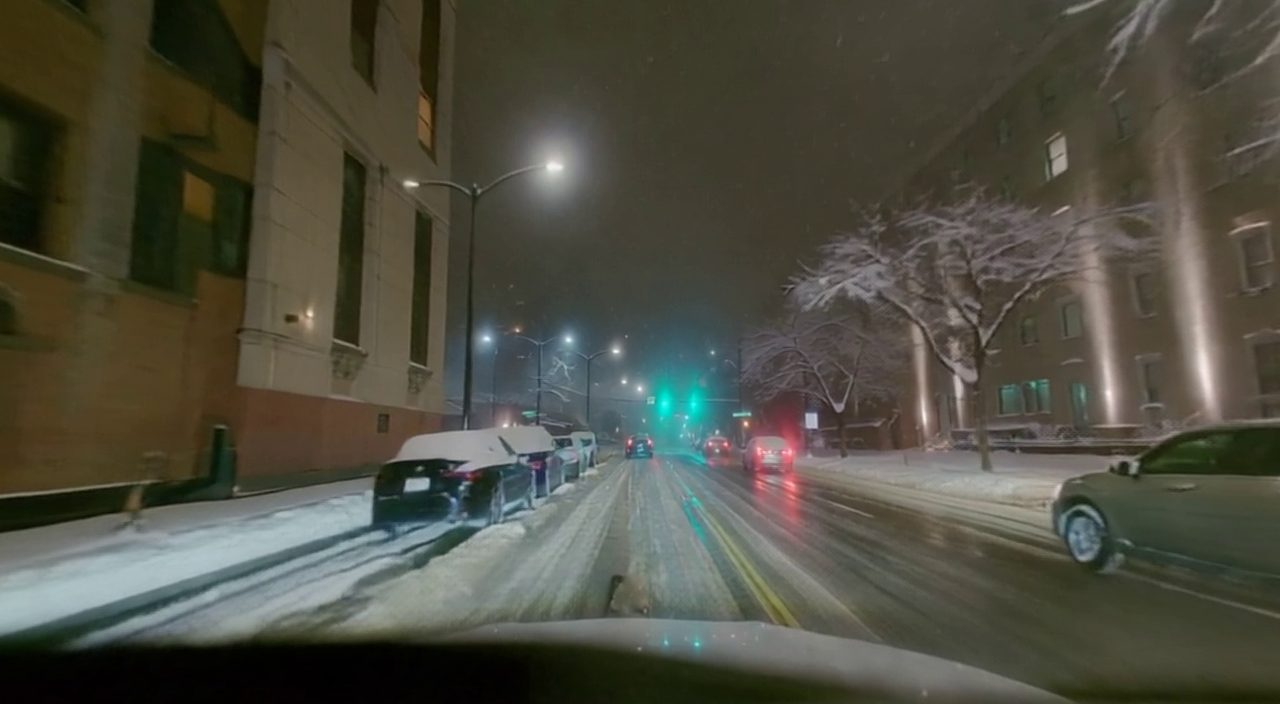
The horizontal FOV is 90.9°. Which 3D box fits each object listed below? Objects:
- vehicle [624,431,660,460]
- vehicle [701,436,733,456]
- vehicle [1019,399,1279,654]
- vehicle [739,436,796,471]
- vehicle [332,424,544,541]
[{"bbox_3d":[0.122,5.734,38.930,2.122,1.689,3.885,0,-8,0],"label":"vehicle"},{"bbox_3d":[6.004,7.368,49.596,1.917,1.467,4.452,0,-8,-1],"label":"vehicle"},{"bbox_3d":[4.990,1.183,4.543,1.891,1.599,4.173,0,-8,0],"label":"vehicle"},{"bbox_3d":[5.624,4.490,28.179,1.799,1.463,3.464,0,-8,0],"label":"vehicle"},{"bbox_3d":[-2.921,1.970,10.255,1.843,1.482,4.310,0,-8,2],"label":"vehicle"}]
